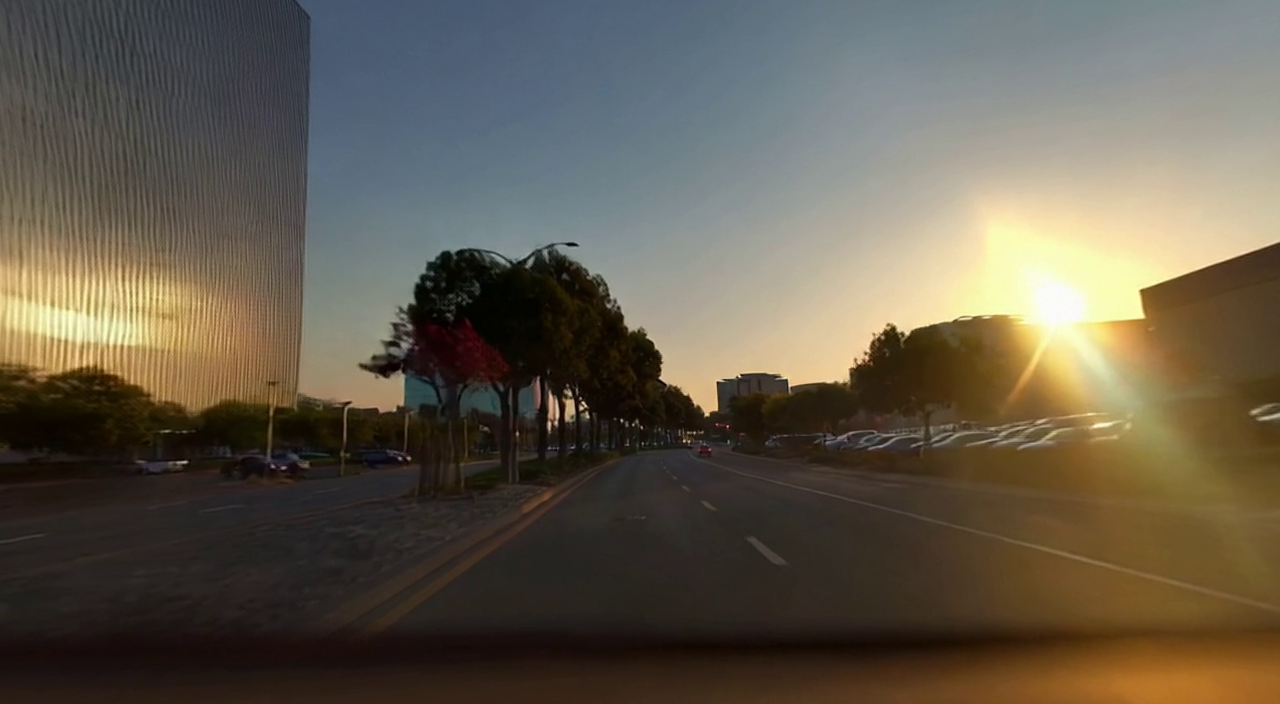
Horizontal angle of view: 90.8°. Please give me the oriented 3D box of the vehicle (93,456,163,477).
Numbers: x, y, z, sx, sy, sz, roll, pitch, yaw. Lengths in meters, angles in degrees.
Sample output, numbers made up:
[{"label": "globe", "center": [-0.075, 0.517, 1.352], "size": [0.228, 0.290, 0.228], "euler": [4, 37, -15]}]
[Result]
[{"label": "vehicle", "center": [-40.404, 9.020, 49.925], "size": [4.102, 1.543, 1.629], "euler": [0, -9, 2]}]

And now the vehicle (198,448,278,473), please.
[{"label": "vehicle", "center": [-29.327, 7.958, 46.162], "size": [4.470, 1.480, 1.989], "euler": [-4, -10, 0]}]
